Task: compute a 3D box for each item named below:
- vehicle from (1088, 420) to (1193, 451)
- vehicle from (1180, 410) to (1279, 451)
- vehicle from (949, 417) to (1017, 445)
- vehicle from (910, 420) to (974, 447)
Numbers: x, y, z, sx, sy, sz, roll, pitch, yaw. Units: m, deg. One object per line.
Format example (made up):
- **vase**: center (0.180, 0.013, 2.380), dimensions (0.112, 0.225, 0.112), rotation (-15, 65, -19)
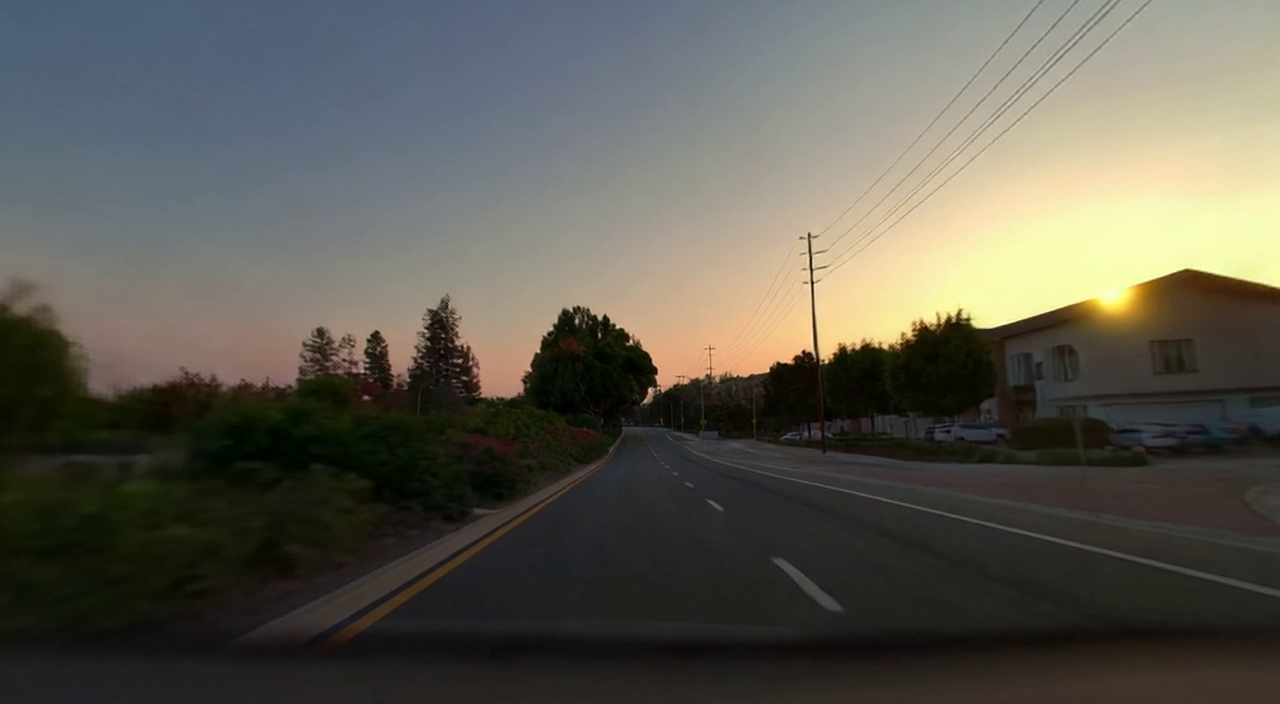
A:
- **vehicle**: center (28.369, 4.796, 36.047), dimensions (1.868, 1.599, 4.741), rotation (0, -8, -4)
- **vehicle**: center (33.180, 4.342, 34.473), dimensions (2.264, 2.032, 5.539), rotation (0, -8, -2)
- **vehicle**: center (26.299, 6.147, 48.749), dimensions (2.212, 2.073, 5.220), rotation (0, -8, -1)
- **vehicle**: center (23.186, 6.363, 48.763), dimensions (2.206, 1.947, 5.463), rotation (0, -8, 0)
